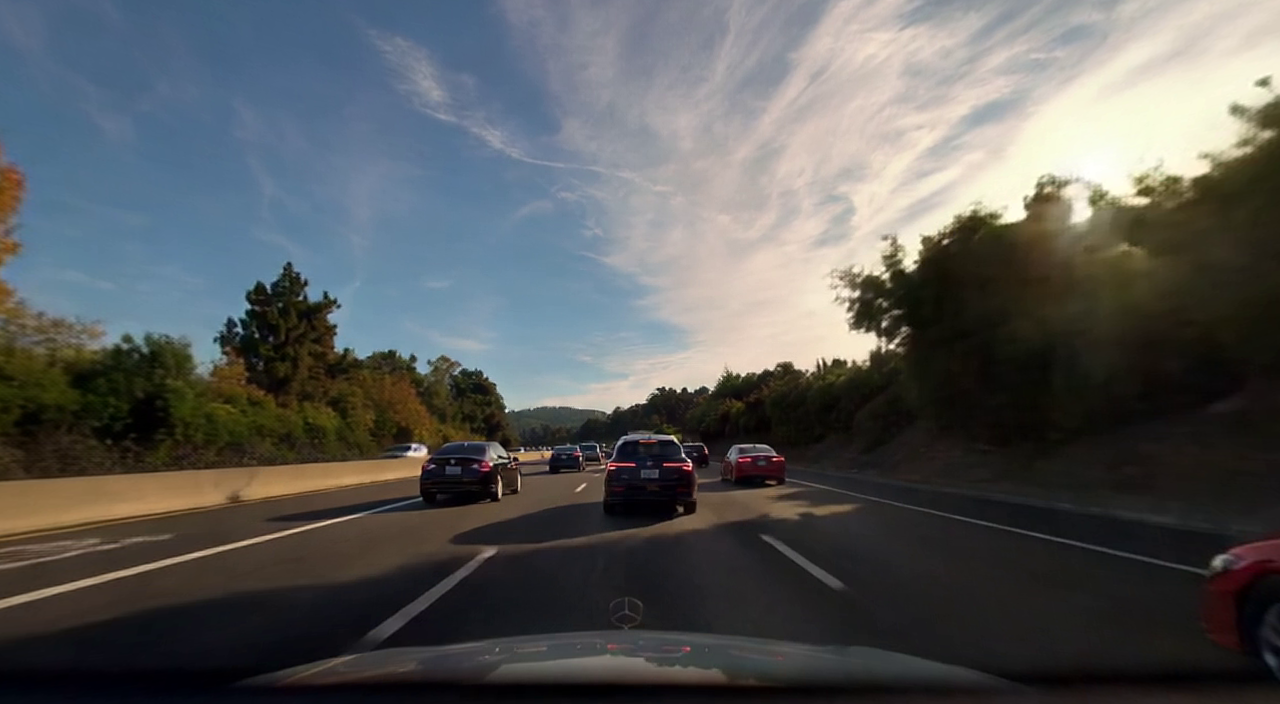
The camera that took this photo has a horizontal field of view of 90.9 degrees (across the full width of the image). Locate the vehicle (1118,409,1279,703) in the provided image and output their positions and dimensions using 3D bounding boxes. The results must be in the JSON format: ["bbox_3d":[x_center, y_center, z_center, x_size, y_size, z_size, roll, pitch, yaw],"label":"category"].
[{"bbox_3d":[3.689,0.744,1.242,1.953,1.434,4.511,0,-9,0],"label":"vehicle"}]

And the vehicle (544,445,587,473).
[{"bbox_3d":[-4.112,5.997,35.476,1.910,1.468,3.781,0,-9,1],"label":"vehicle"}]

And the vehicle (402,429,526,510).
[{"bbox_3d":[-4.131,2.832,15.498,1.890,1.708,3.844,0,-9,0],"label":"vehicle"}]

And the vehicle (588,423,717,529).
[{"bbox_3d":[0.193,2.315,12.185,2.093,1.695,3.782,0,-9,0],"label":"vehicle"}]

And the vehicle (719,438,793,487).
[{"bbox_3d":[4.064,3.939,22.698,1.905,1.590,3.746,0,-9,-1],"label":"vehicle"}]
